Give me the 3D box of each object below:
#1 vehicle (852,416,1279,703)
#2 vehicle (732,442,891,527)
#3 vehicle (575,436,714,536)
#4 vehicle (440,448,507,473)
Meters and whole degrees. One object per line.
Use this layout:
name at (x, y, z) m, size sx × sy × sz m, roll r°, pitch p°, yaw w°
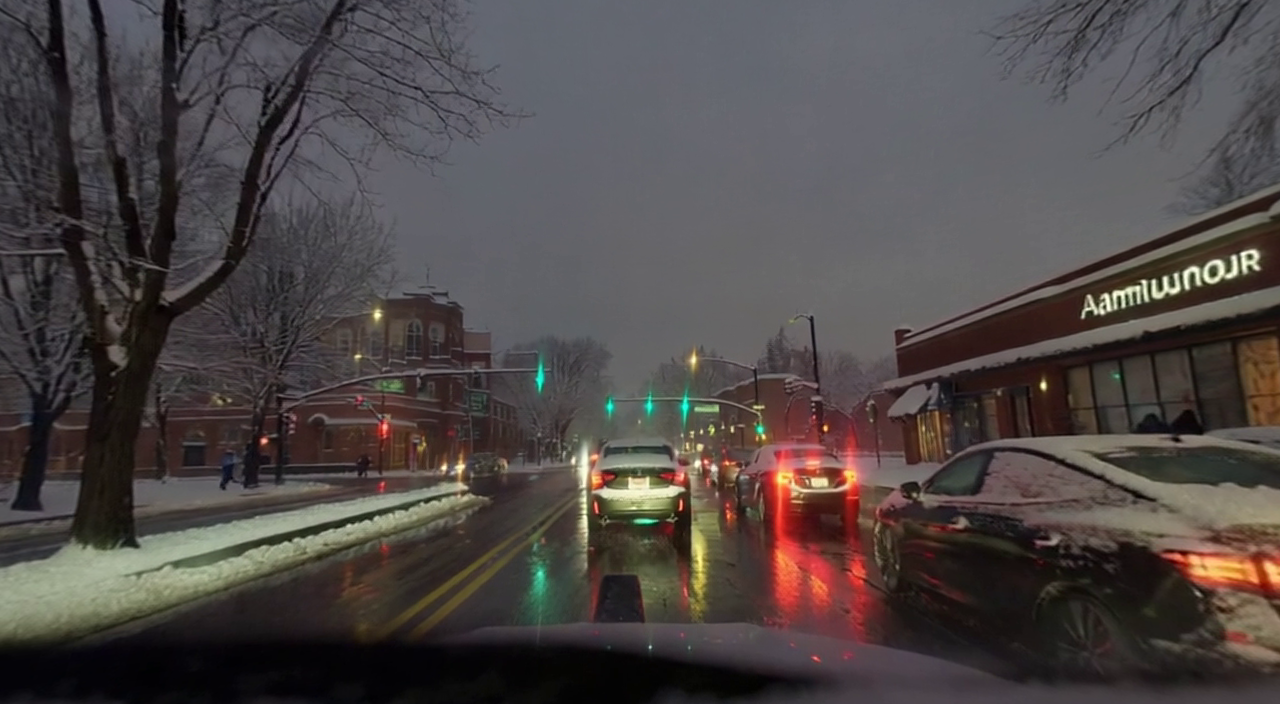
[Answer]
vehicle at (3.247, 1.289, 4.413) m, size 1.912 × 1.454 × 4.537 m, roll 0°, pitch -9°, yaw 0°
vehicle at (3.353, 2.682, 13.411) m, size 1.996 × 1.469 × 4.495 m, roll 0°, pitch -9°, yaw -1°
vehicle at (0.054, 2.370, 11.769) m, size 2.118 × 1.512 × 4.013 m, roll 0°, pitch -9°, yaw 0°
vehicle at (-13.118, 8.501, 49.793) m, size 4.642 × 1.889 × 2.210 m, roll 5°, pitch -10°, yaw -29°
